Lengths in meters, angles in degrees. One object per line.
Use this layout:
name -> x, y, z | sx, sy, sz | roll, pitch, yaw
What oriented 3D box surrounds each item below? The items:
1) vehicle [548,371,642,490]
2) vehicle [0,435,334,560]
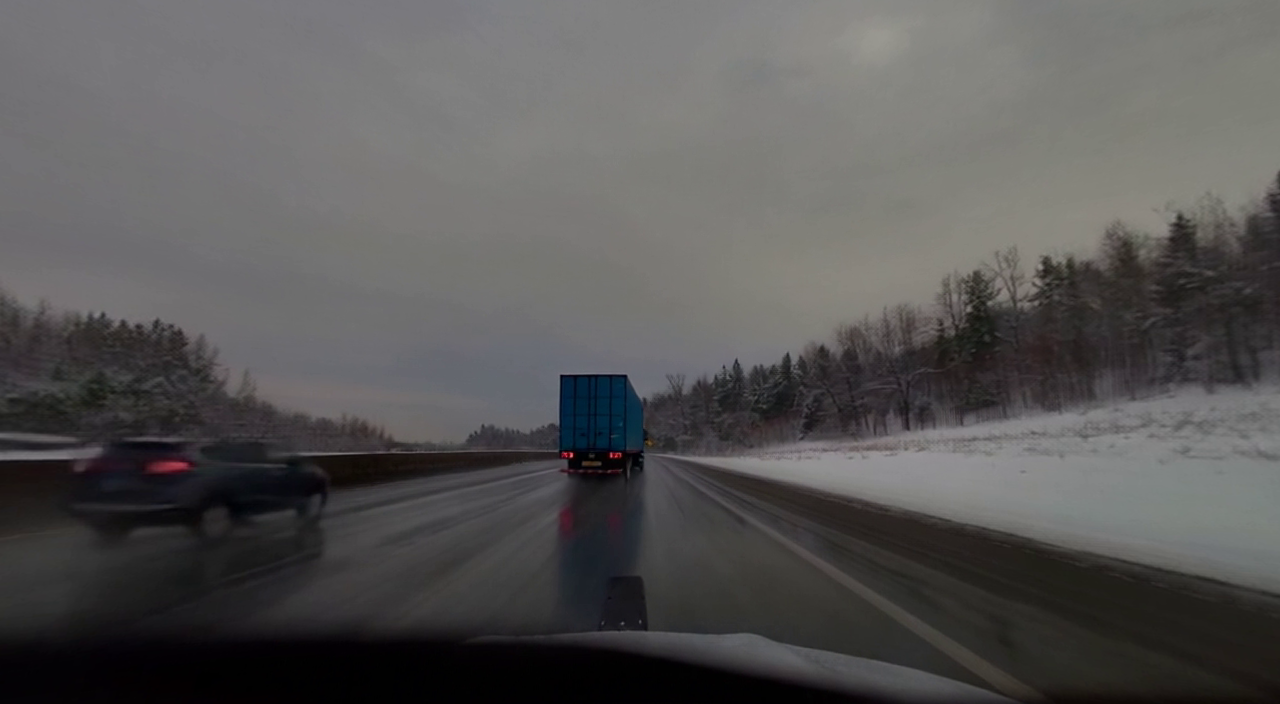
vehicle -> -1.513, 3.806, 28.969 | 2.851, 4.098, 14.436 | 0, -9, 2
vehicle -> -6.762, 2.022, 9.525 | 1.967, 1.420, 4.473 | 0, -9, 0
